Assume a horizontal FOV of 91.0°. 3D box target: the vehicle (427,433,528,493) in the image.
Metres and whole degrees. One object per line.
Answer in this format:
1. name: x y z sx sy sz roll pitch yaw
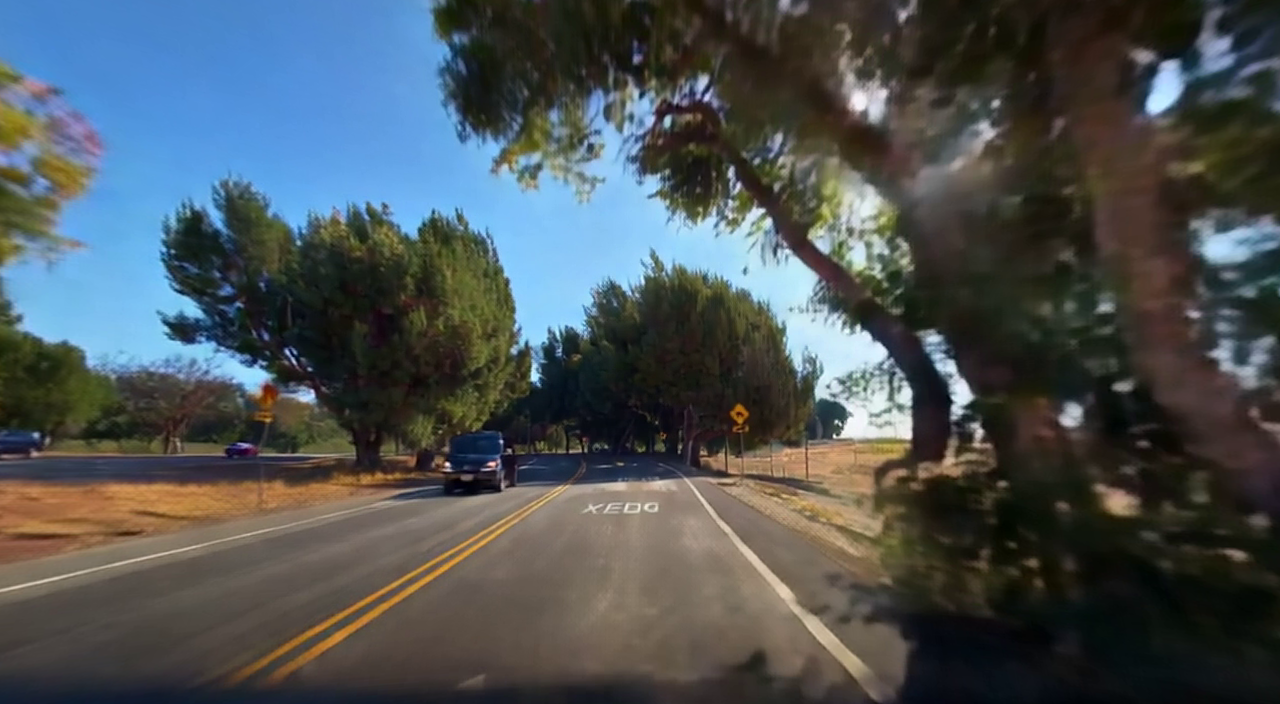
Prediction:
1. vehicle: -5.793 4.035 23.366 2.394 1.900 5.863 0 -8 -2
